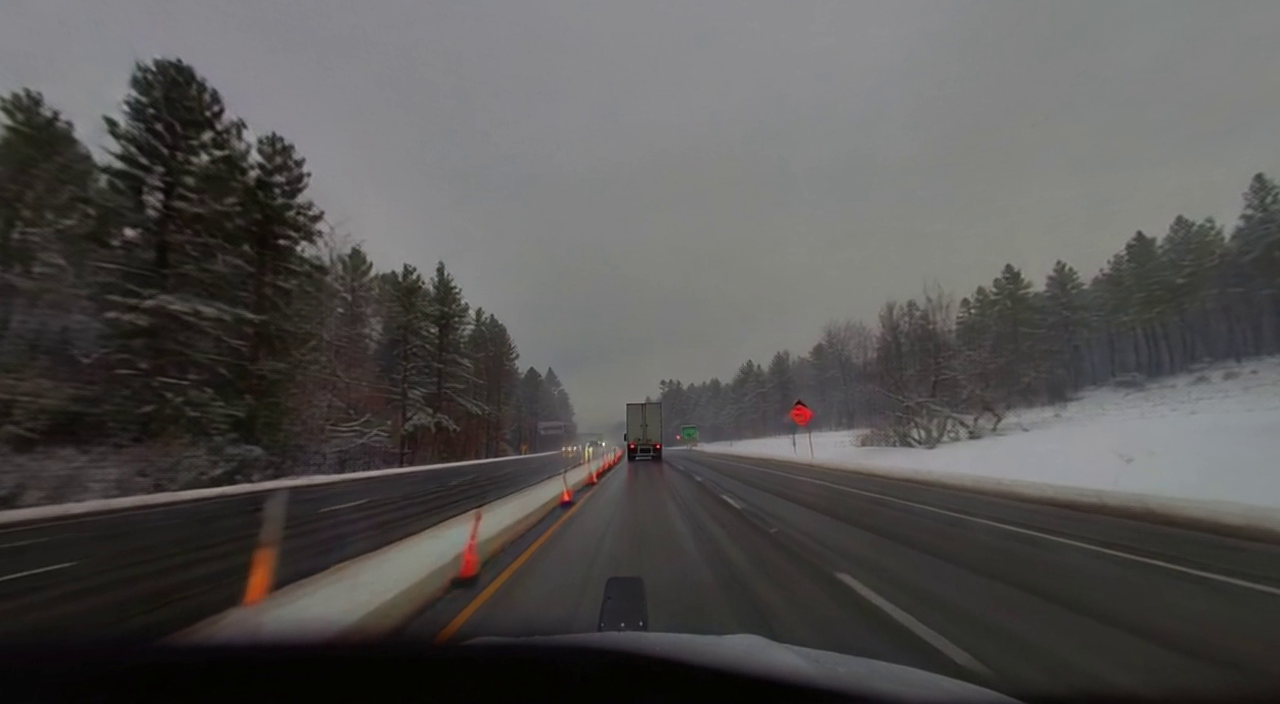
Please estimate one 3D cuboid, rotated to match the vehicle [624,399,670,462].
[{"bbox_3d":[0.311,5.858,46.289,2.935,4.068,11.036,0,-8,-1],"label":"vehicle"}]
